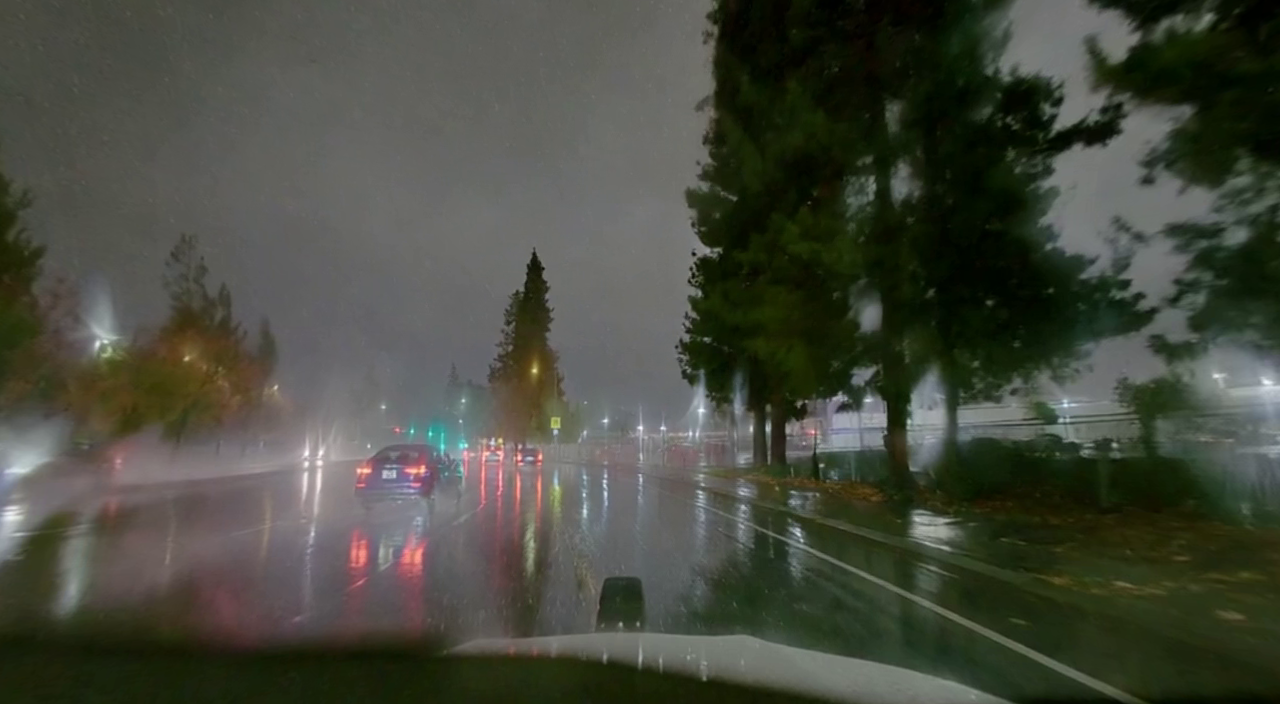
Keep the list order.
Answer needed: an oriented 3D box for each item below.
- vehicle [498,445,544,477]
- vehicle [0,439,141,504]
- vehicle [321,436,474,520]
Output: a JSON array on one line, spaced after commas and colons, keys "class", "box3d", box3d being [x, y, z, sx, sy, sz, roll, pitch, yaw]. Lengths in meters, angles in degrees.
[{"class": "vehicle", "box3d": [-6.075, 5.558, 32.542, 2.147, 1.474, 4.083, 1, -9, -9]}, {"class": "vehicle", "box3d": [-18.457, 3.605, 19.619, 2.211, 1.742, 5.282, 1, -9, -9]}, {"class": "vehicle", "box3d": [-5.491, 2.877, 15.059, 2.105, 1.676, 4.541, 0, -8, -4]}]
